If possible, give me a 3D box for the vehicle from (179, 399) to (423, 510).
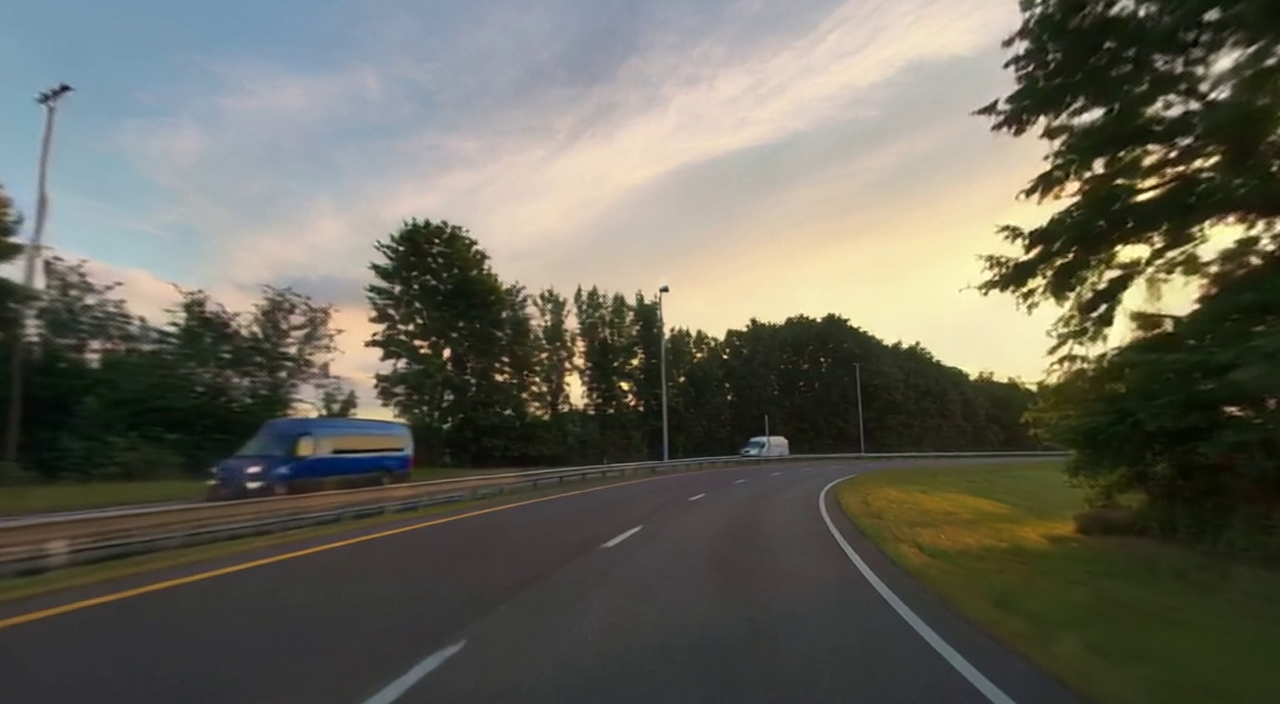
[{"bbox_3d":[-9.760,3.088,19.152,2.447,2.725,6.755,-3,-9,15],"label":"vehicle"}]
